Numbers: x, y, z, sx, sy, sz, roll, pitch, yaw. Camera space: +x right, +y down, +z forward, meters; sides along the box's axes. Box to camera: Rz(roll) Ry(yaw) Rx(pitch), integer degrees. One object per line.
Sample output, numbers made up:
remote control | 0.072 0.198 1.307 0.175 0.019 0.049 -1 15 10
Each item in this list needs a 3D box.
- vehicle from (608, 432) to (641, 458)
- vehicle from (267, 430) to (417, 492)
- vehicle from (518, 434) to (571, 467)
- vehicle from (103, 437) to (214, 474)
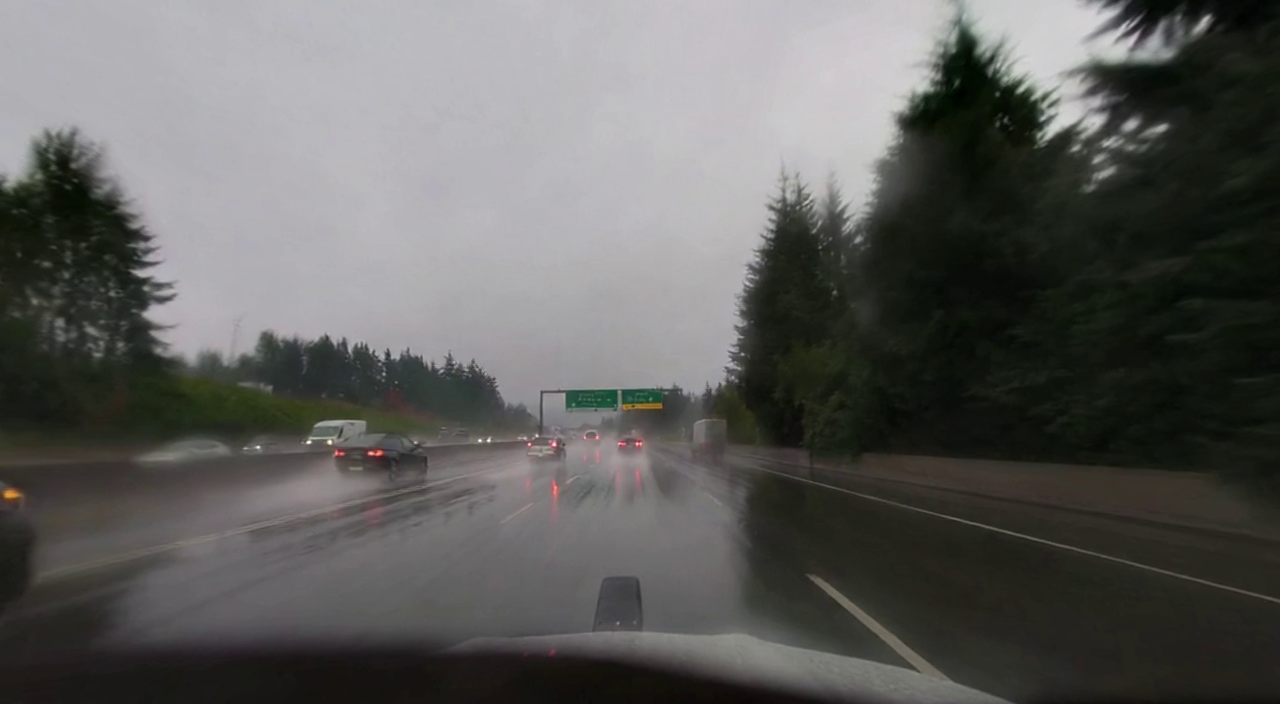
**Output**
vehicle | -0.979 5.941 40.309 2.002 1.611 3.778 0 -8 0
vehicle | -8.407 3.078 18.345 1.953 1.524 4.863 0 -8 1
vehicle | -4.470 4.672 30.014 1.909 1.445 4.087 0 -8 0
vehicle | -21.129 4.519 27.822 1.791 1.468 3.901 0 -8 0
